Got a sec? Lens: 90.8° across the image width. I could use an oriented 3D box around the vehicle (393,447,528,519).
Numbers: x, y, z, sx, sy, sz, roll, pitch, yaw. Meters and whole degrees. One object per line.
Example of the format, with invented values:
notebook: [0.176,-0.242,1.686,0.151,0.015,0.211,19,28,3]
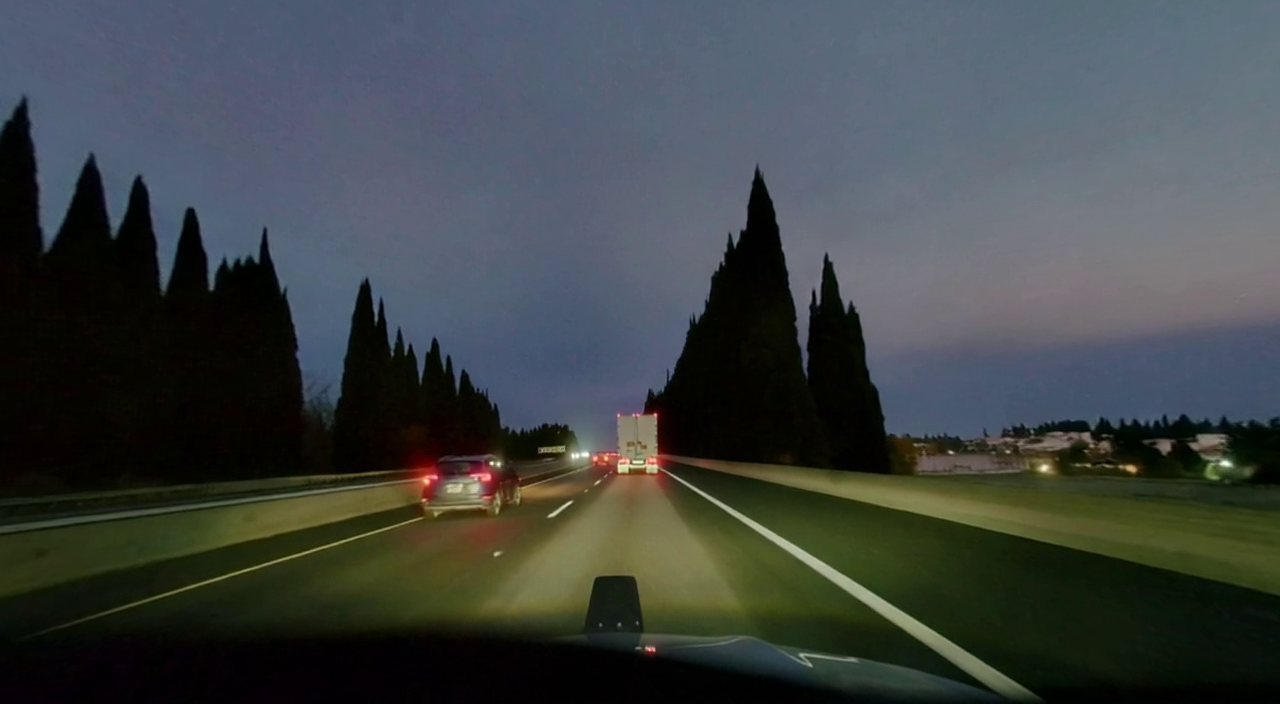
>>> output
vehicle: [-4.097,3.048,15.212,1.968,1.460,4.227,0,-9,1]
